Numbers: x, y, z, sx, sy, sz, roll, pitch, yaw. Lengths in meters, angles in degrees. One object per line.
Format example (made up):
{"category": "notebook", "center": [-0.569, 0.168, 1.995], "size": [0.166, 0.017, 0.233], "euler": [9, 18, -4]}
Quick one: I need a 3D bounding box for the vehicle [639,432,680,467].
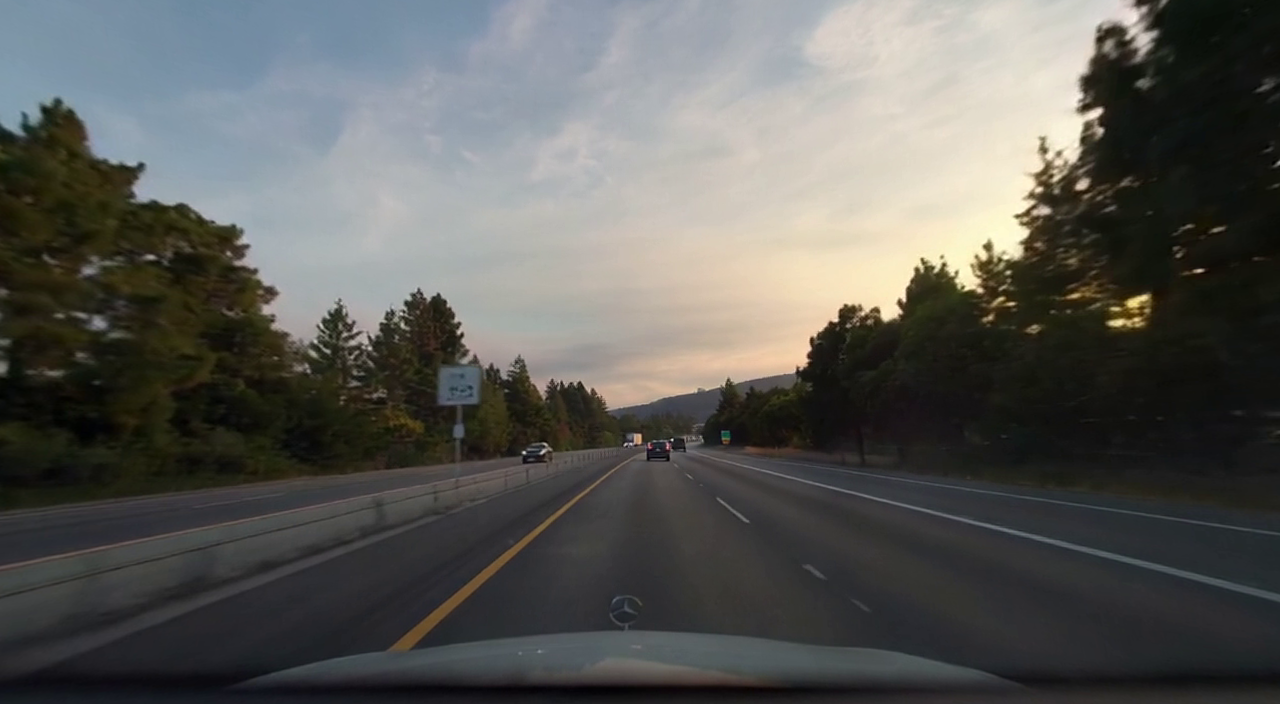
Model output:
{"category": "vehicle", "center": [1.202, 5.934, 38.462], "size": [2.301, 1.944, 4.554], "euler": [-1, -8, 2]}

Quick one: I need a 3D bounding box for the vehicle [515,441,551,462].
{"category": "vehicle", "center": [-7.905, 7.357, 46.655], "size": [1.865, 1.485, 3.974], "euler": [0, -8, 2]}
